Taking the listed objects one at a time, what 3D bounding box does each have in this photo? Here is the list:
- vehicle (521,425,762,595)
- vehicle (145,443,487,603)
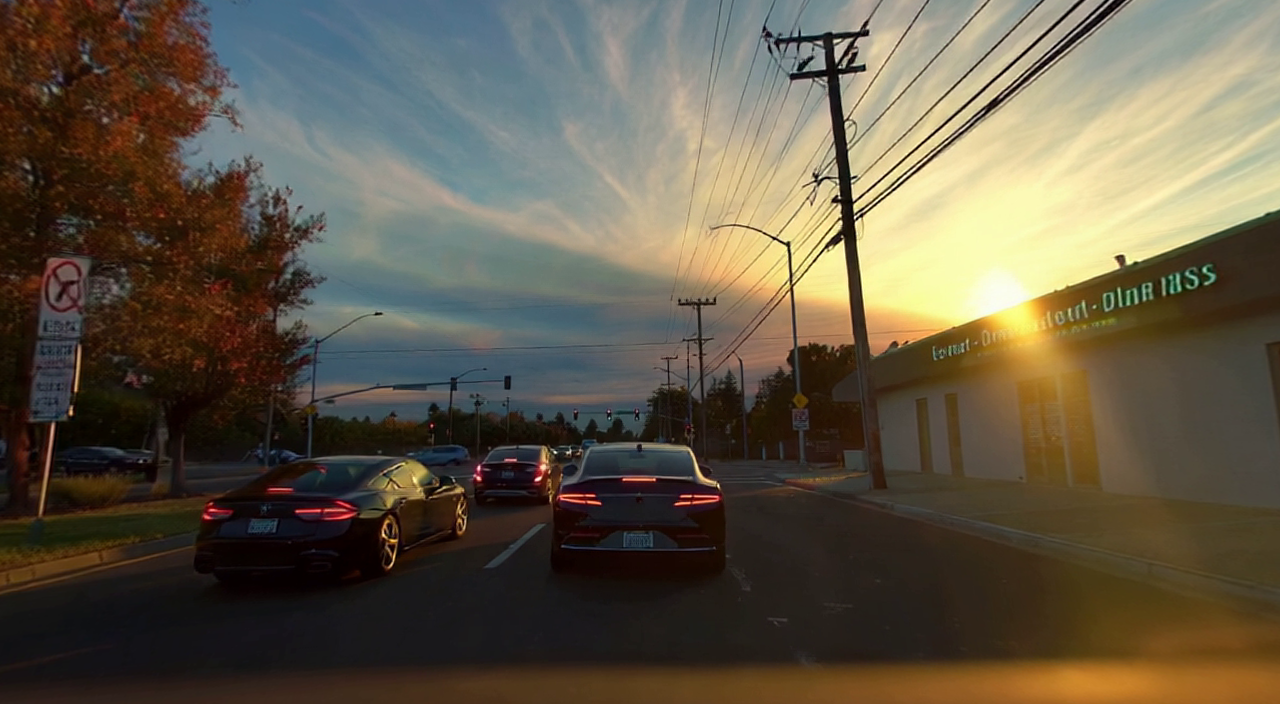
[{"bbox_3d":[0.001,1.681,7.547,2.101,1.469,3.955,0,-9,0],"label":"vehicle"},{"bbox_3d":[-3.222,1.744,7.352,1.765,1.319,4.013,0,-9,2],"label":"vehicle"}]
